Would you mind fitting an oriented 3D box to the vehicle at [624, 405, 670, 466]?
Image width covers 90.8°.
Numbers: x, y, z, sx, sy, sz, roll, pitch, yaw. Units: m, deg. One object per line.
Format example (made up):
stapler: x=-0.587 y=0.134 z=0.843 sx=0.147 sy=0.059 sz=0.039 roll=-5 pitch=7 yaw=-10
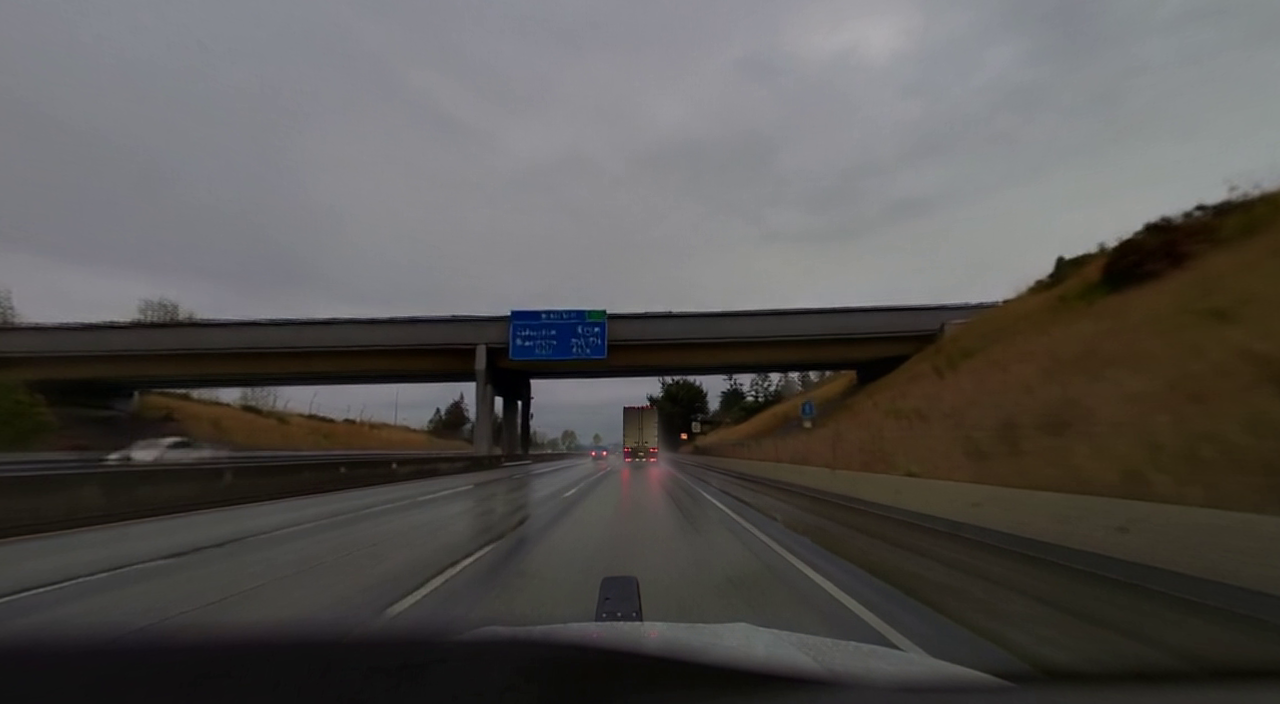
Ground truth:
vehicle: x=0.441 y=6.519 z=48.150 sx=3.033 sy=3.985 sz=12.383 roll=0 pitch=-9 yaw=0
